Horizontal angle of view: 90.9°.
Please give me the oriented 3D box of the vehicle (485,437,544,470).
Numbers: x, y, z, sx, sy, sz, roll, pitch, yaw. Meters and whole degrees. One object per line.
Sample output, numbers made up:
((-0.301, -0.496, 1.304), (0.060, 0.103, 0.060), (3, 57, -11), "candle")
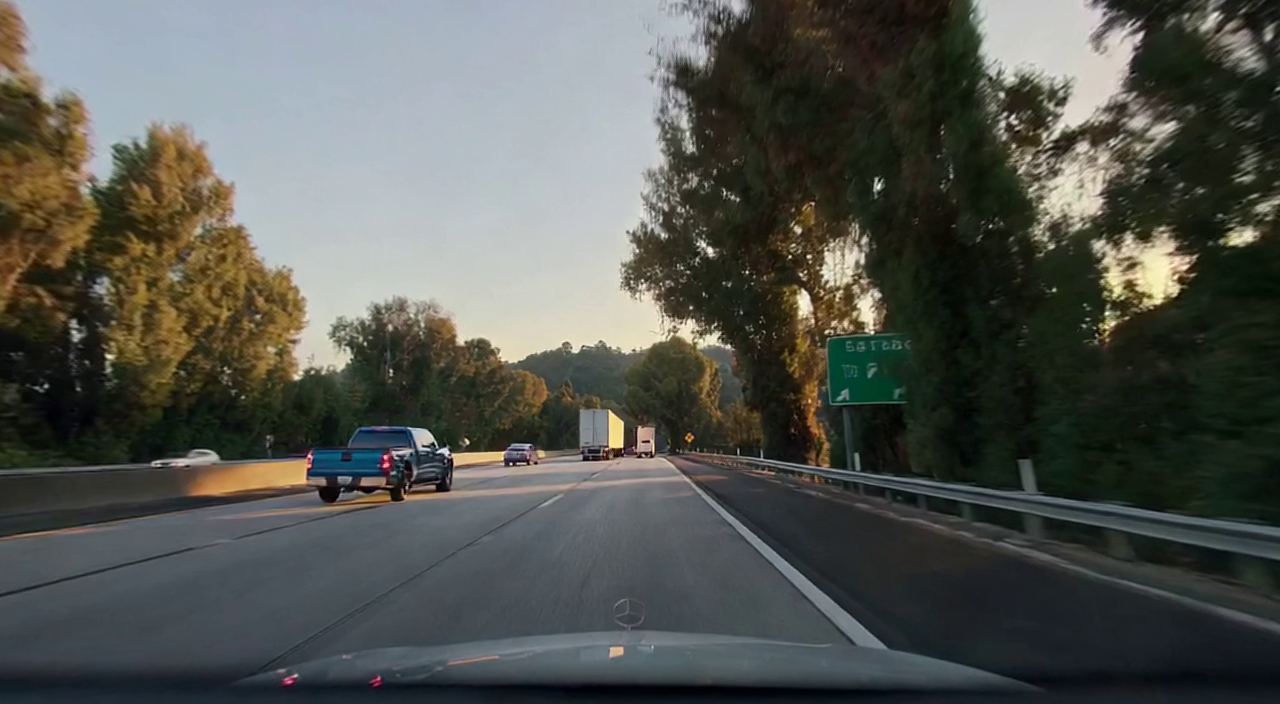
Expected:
((-7.246, 5.956, 37.144), (2.258, 1.785, 5.318), (0, -8, 1), "vehicle")

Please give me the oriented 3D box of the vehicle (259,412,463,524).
((-5.405, 2.315, 13.098), (2.149, 1.884, 4.627), (0, -8, -1), "vehicle")

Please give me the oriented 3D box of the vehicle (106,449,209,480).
((-29.658, 6.891, 39.046), (2.067, 1.748, 5.399), (0, -8, 1), "vehicle")

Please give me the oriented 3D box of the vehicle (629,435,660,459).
((0.303, 6.801, 45.309), (2.072, 1.630, 4.529), (0, -8, 0), "vehicle")
